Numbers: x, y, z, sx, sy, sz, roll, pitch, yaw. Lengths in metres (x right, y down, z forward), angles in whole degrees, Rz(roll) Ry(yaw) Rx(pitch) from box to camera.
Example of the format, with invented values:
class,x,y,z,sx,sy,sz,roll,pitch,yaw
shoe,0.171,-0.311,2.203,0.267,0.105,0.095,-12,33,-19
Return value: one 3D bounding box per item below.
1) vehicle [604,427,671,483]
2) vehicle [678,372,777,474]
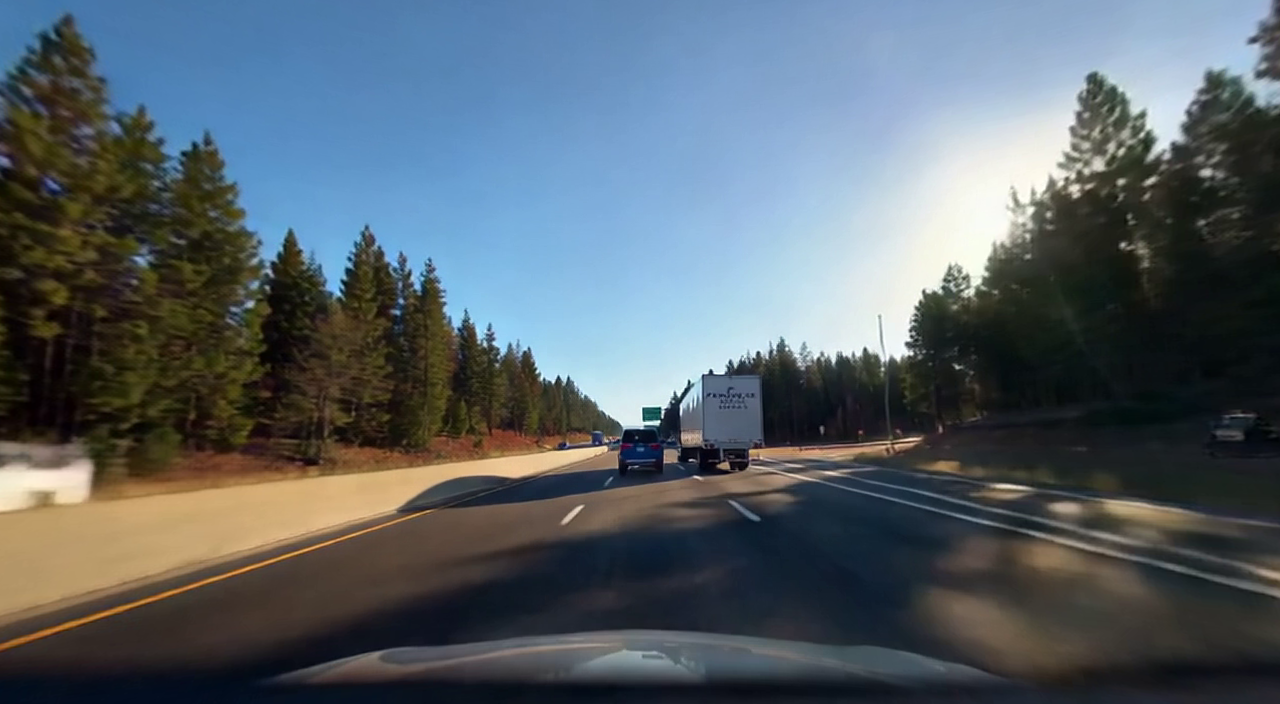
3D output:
class,x,y,z,sx,sy,sz,roll,pitch,yaw
vehicle,-0.100,3.815,23.554,2.222,1.848,4.610,0,-8,0
vehicle,4.075,4.120,34.146,2.899,4.160,16.621,0,-8,0
